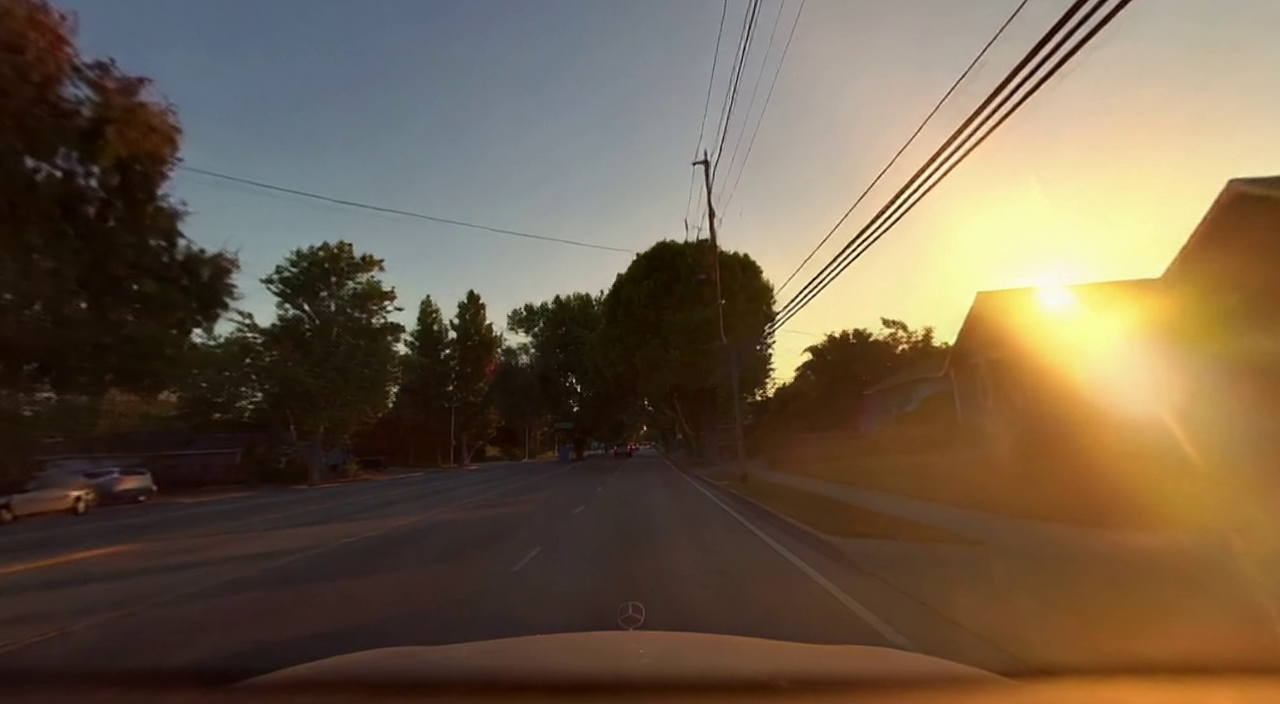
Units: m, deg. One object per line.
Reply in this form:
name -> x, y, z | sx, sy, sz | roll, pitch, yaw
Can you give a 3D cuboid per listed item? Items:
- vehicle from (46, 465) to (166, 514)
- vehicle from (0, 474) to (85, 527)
vehicle -> -22.391, 5.719, 26.706 | 1.891, 1.703, 4.976 | 3, -9, -16
vehicle -> -21.187, 4.916, 20.925 | 1.854, 1.504, 4.436 | 1, -9, -7
